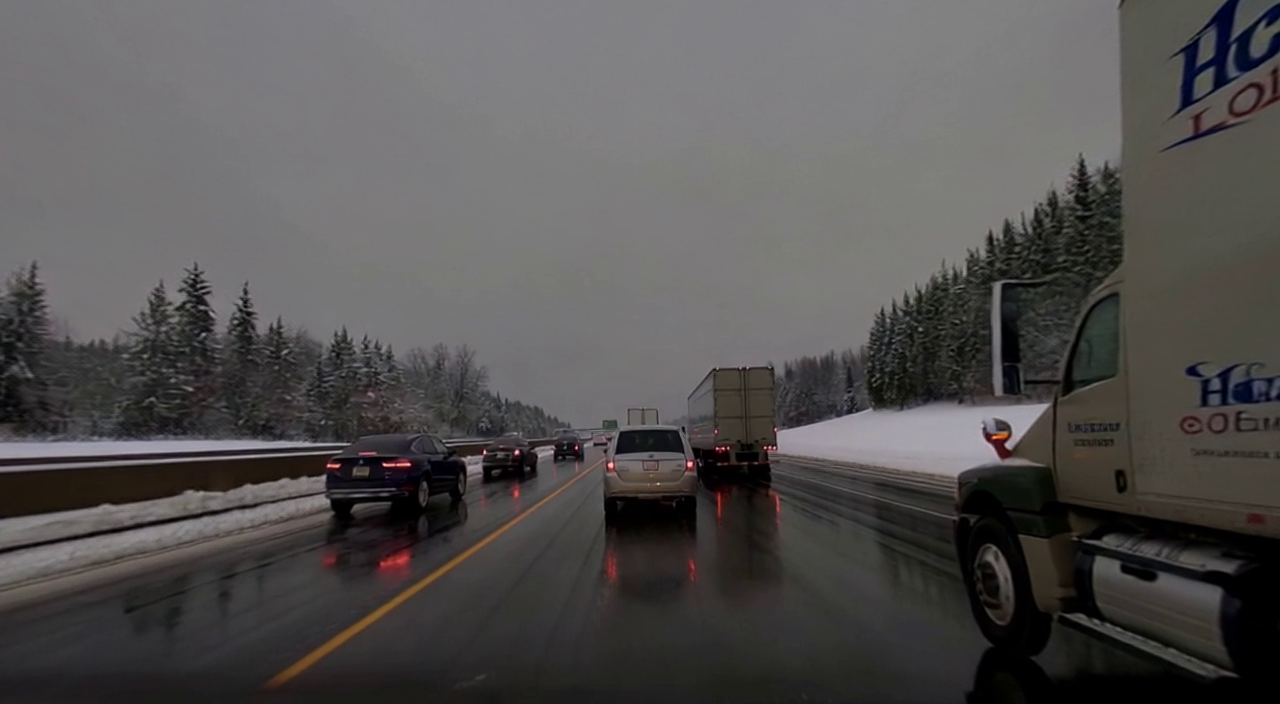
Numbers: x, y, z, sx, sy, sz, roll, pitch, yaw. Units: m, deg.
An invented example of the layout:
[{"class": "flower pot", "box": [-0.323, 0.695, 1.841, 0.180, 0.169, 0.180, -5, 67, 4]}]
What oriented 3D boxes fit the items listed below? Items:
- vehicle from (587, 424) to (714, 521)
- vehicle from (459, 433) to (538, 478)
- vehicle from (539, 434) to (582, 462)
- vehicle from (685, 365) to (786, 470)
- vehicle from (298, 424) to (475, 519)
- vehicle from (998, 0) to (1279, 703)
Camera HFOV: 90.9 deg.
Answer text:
[{"class": "vehicle", "box": [0.152, 2.122, 11.654, 1.973, 1.505, 3.568, 0, -8, 0]}, {"class": "vehicle", "box": [-4.979, 3.676, 22.743, 1.880, 1.458, 3.978, 0, -8, 1]}, {"class": "vehicle", "box": [-4.562, 5.577, 36.868, 1.887, 1.493, 4.411, 0, -8, 1]}, {"class": "vehicle", "box": [4.230, 3.503, 31.766, 2.892, 4.101, 14.252, 0, -8, 0]}, {"class": "vehicle", "box": [-4.602, 2.190, 12.105, 1.821, 1.514, 3.677, 0, -8, 1]}, {"class": "vehicle", "box": [3.954, -0.186, 1.082, 2.982, 3.860, 6.011, 0, -8, 0]}]
